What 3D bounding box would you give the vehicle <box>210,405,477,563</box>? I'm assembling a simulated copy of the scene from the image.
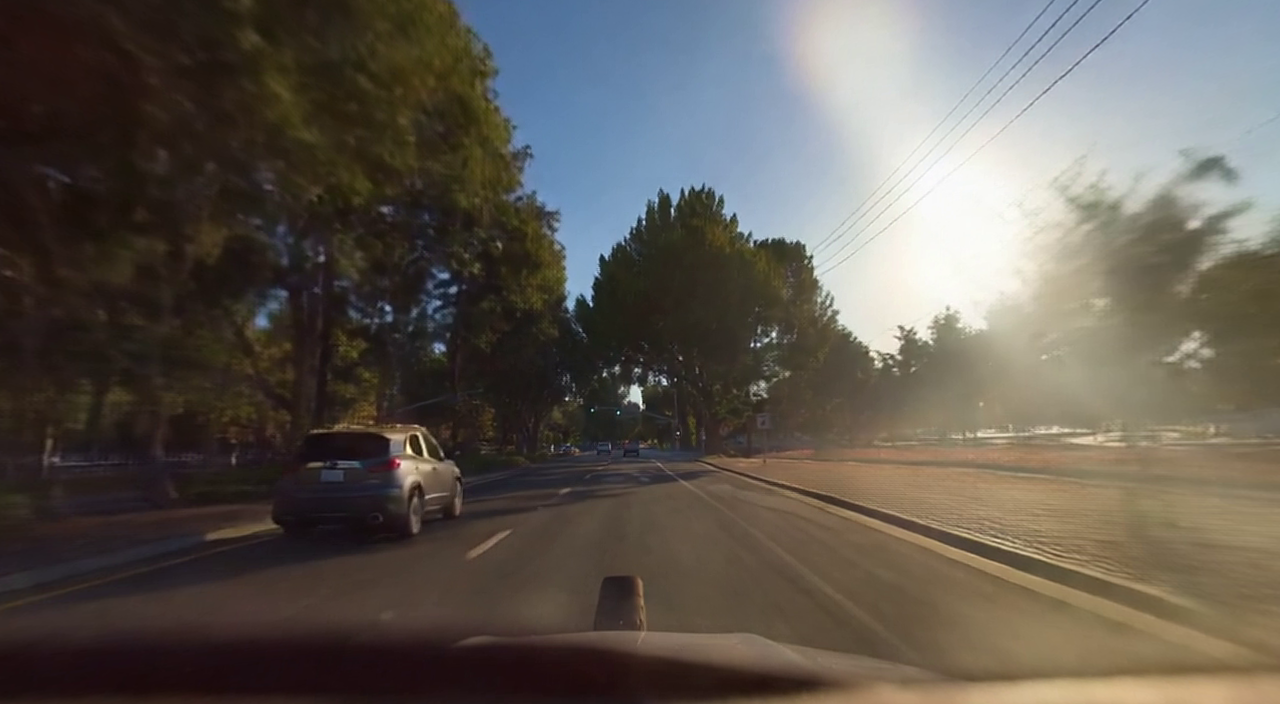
[{"bbox_3d":[-3.922,1.792,9.269,2.018,1.769,3.897,-1,-8,0],"label":"vehicle"}]
